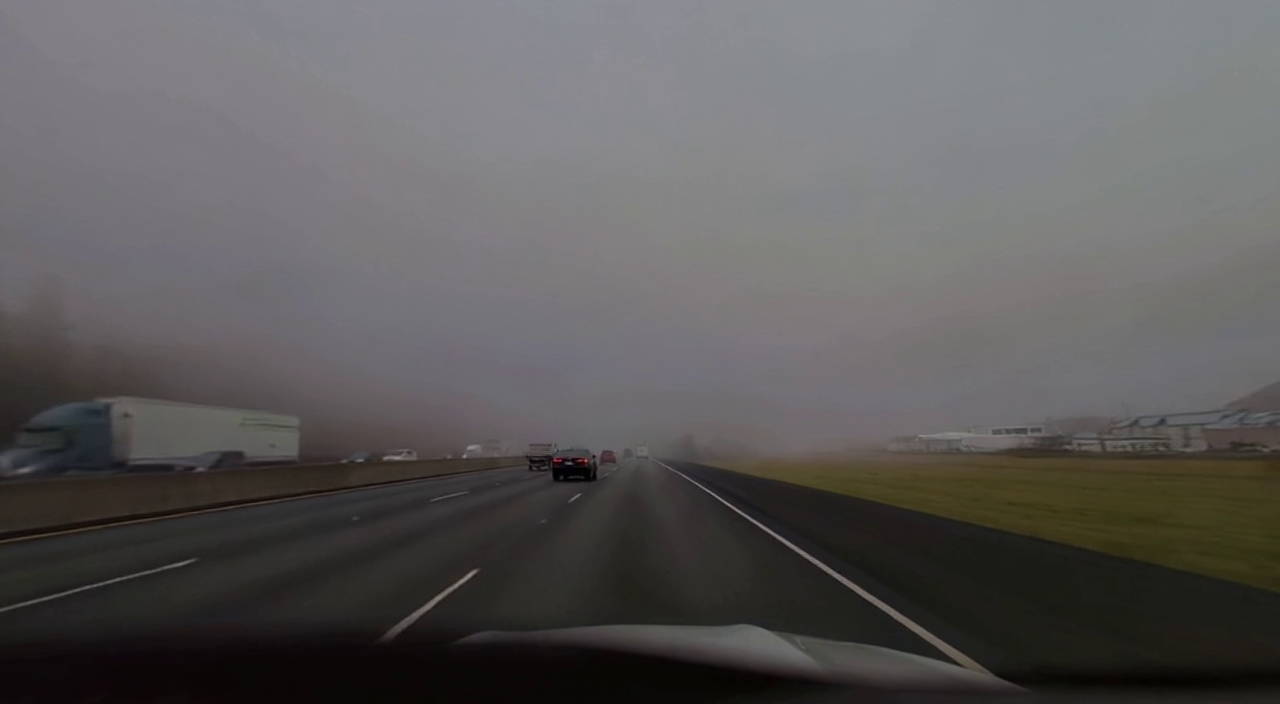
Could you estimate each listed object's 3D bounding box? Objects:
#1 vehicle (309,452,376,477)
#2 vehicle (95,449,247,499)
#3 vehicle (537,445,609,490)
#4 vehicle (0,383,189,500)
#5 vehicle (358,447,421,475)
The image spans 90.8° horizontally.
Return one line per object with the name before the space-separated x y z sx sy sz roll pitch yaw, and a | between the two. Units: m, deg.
vehicle | -19.195 7.243 40.930 2.277 1.479 4.248 0 -9 0
vehicle | -15.610 4.034 21.332 1.904 1.501 4.158 0 -9 0
vehicle | -2.384 4.250 23.582 2.110 1.500 4.259 -1 -9 2
vehicle | -22.924 3.734 26.164 3.289 4.194 6.586 0 -9 0
vehicle | -15.460 6.745 39.255 1.996 1.562 4.705 0 -9 0
